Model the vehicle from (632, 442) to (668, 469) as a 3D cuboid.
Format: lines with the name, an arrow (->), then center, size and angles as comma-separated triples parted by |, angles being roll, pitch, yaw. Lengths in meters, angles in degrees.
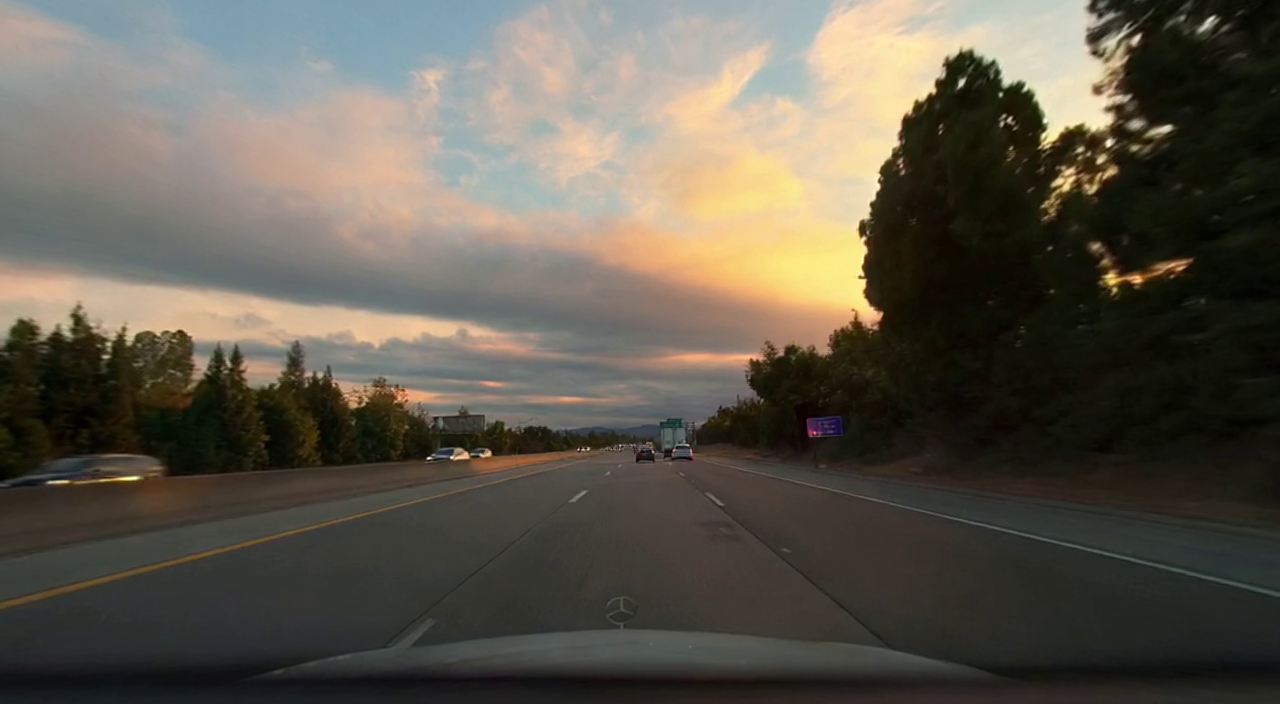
vehicle -> 0.555, 6.560, 40.255 | 2.173, 1.598, 4.293 | 0, -9, -1

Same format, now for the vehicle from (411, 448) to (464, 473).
vehicle -> -13.187, 7.085, 41.362 | 1.967, 1.496, 4.528 | 0, -9, 0

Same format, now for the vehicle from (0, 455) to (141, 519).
vehicle -> -16.304, 3.544, 16.942 | 1.893, 1.493, 4.754 | 0, -9, 0
